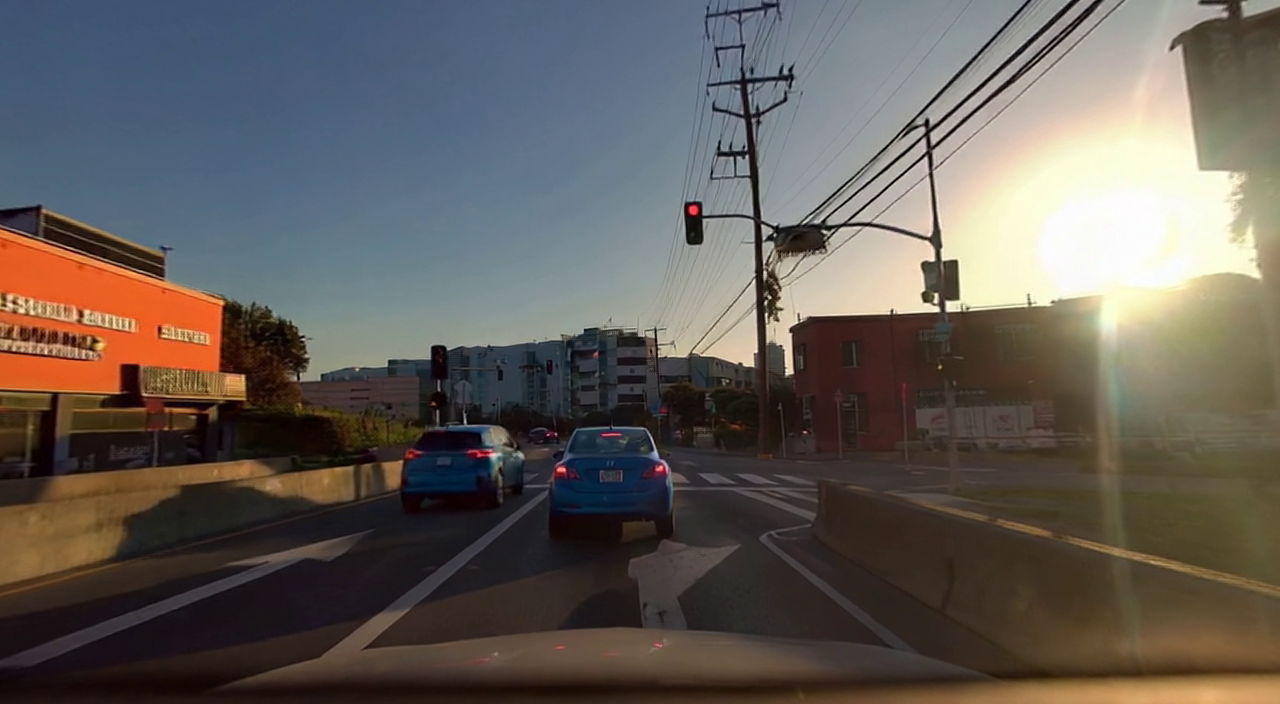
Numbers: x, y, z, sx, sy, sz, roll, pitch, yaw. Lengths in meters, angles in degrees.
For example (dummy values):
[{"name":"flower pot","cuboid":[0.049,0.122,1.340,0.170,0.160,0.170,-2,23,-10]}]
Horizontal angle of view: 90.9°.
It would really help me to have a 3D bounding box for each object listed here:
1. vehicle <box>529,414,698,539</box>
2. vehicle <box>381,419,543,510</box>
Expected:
[{"name":"vehicle","cuboid":[-0.334,1.819,9.813,2.123,1.566,3.662,0,-8,0]},{"name":"vehicle","cuboid":[-3.437,2.260,13.180,2.097,1.573,4.284,0,-8,0]}]
